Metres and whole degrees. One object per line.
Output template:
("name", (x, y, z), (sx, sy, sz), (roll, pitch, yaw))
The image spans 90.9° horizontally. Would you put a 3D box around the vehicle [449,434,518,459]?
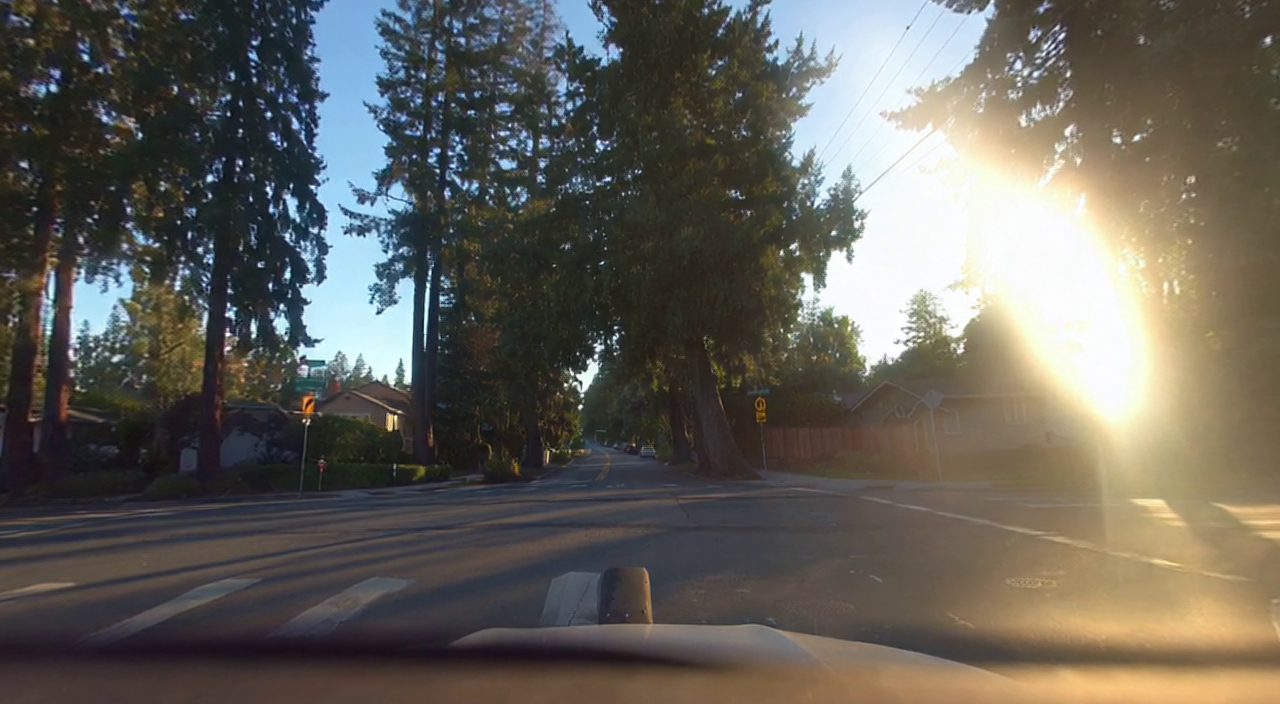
("vehicle", (-11.685, 7.086, 47.268), (4.622, 1.782, 1.836), (0, -8, 1))
